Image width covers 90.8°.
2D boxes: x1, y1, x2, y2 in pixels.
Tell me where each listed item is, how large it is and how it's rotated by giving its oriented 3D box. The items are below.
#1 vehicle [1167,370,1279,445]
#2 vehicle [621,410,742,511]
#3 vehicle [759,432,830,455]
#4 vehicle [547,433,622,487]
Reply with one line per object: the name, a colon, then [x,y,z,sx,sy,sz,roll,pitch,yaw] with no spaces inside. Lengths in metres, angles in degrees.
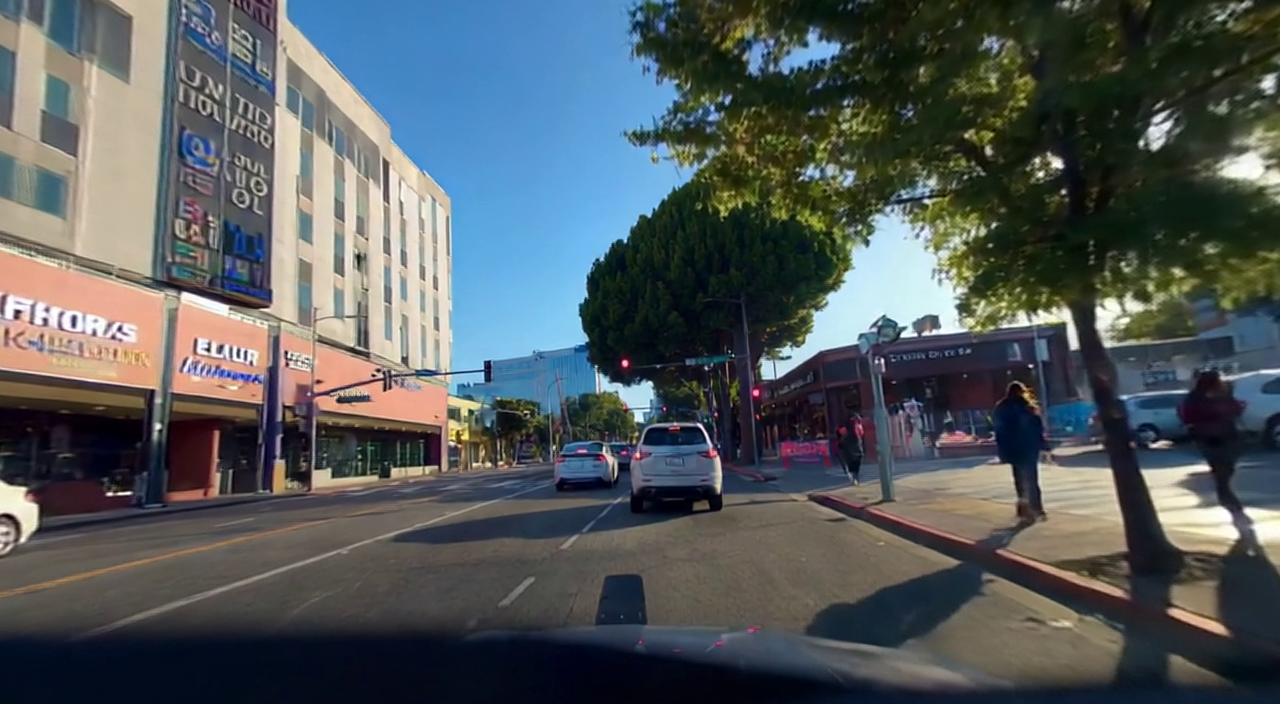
vehicle: [13.433,1.141,12.605,4.189,1.395,1.725,0,-8,2]
vehicle: [0.893,2.468,14.783,2.352,1.953,4.796,-1,-8,2]
vehicle: [10.549,6.287,43.415,4.426,1.490,1.862,-1,-8,3]
vehicle: [-1.847,3.774,22.359,2.023,1.702,4.152,-1,-8,4]
